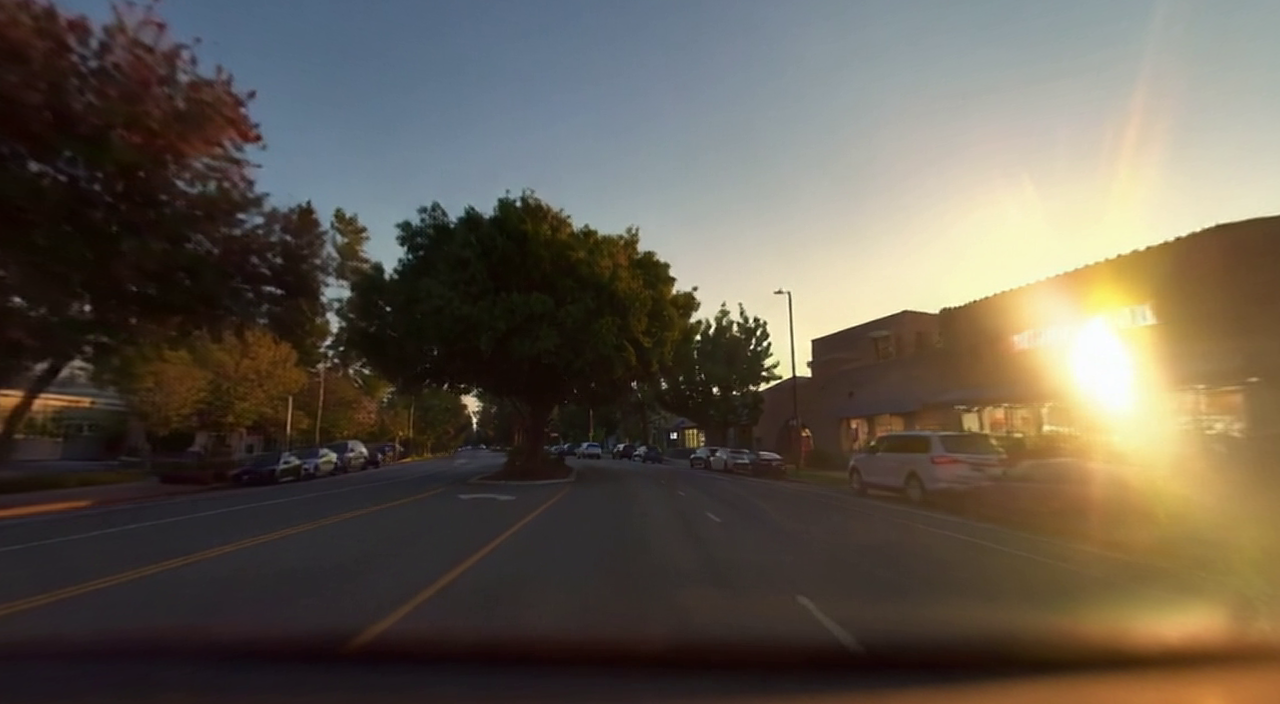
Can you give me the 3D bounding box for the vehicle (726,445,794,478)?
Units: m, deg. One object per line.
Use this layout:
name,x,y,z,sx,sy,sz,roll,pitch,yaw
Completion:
vehicle,5.946,5.488,31.882,1.872,1.515,4.799,1,-9,-8

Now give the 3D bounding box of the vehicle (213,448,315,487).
vehicle,-15.610,4.768,26.549,2.027,1.470,4.550,1,-9,-9

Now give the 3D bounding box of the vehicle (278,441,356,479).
vehicle,-16.038,5.372,31.652,1.927,1.748,4.474,1,-9,-7

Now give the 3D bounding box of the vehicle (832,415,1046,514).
vehicle,7.391,2.874,16.713,2.543,2.114,5.984,0,-9,-2

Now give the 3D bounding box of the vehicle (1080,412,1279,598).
vehicle,7.523,1.519,6.314,2.425,1.818,5.028,0,-9,-3
